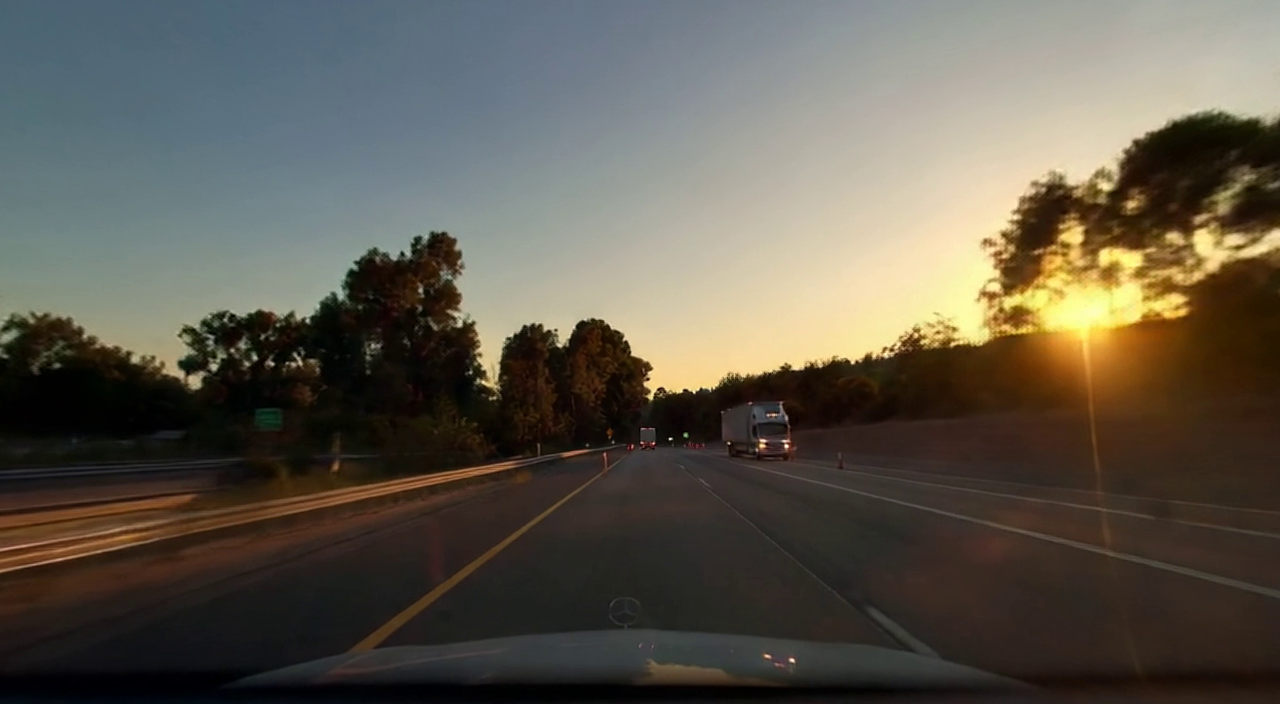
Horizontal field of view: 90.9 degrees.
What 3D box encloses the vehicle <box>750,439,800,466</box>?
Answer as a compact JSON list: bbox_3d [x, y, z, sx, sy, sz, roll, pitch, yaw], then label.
[{"bbox_3d":[8.565,6.394,40.310,2.611,1.607,3.179,0,-9,2],"label":"vehicle"}]
